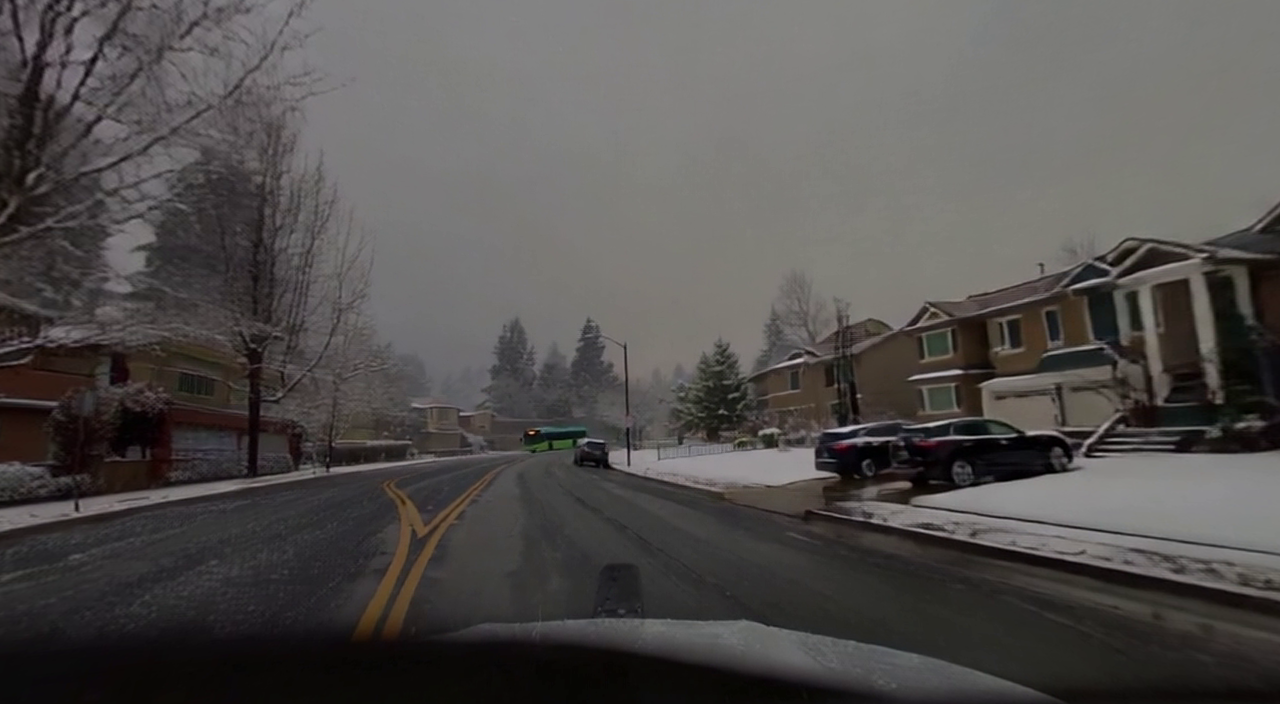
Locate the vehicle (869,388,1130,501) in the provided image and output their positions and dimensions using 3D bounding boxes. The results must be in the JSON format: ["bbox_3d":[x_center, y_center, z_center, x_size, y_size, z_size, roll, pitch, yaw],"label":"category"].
[{"bbox_3d":[7.457,1.892,13.301,4.431,1.873,1.920,-2,-8,-13],"label":"vehicle"}]

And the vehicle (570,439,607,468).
[{"bbox_3d":[-3.085,5.963,37.156,1.984,1.601,3.994,1,-9,-8],"label":"vehicle"}]
